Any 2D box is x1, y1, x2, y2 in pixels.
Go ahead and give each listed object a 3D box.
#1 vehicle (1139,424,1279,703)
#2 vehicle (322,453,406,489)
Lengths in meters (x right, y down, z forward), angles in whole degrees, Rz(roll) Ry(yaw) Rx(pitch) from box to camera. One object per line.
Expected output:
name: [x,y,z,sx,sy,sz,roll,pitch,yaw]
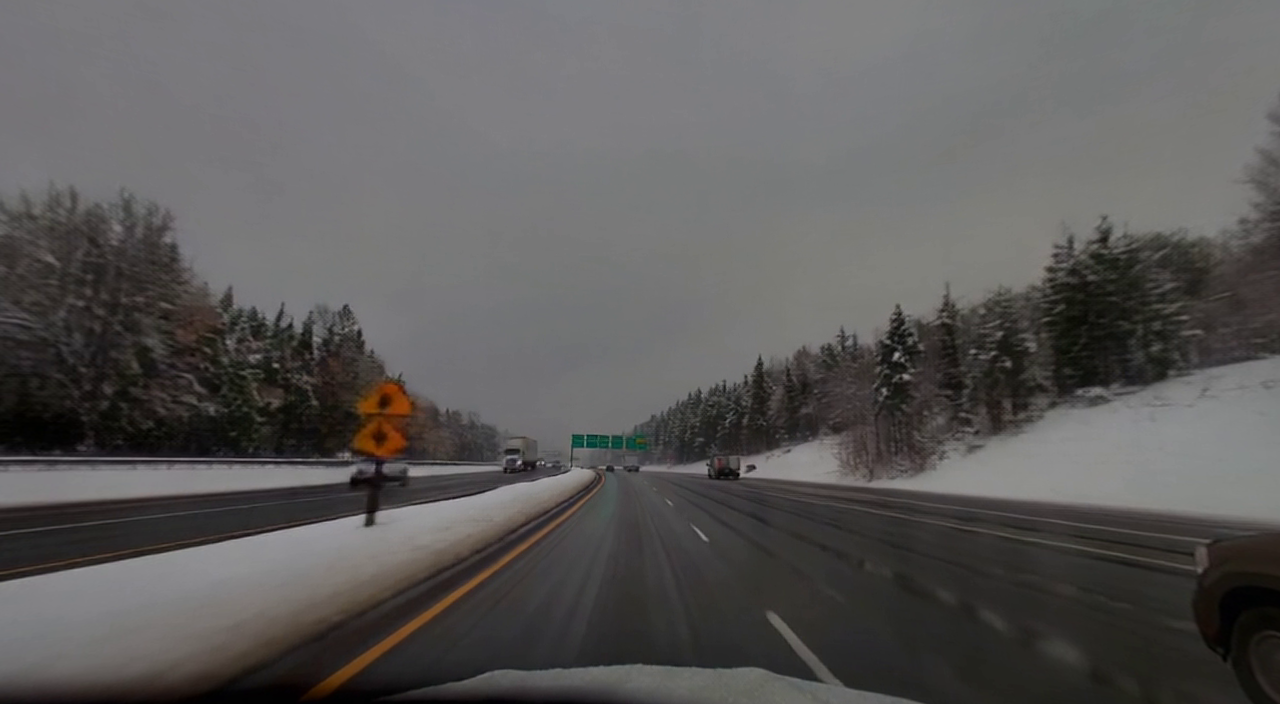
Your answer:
vehicle: [4.084,0.844,1.502,1.965,1.502,4.599,1,-10,0]
vehicle: [-12.802,5.575,29.473,1.921,1.493,4.470,1,-10,-1]
